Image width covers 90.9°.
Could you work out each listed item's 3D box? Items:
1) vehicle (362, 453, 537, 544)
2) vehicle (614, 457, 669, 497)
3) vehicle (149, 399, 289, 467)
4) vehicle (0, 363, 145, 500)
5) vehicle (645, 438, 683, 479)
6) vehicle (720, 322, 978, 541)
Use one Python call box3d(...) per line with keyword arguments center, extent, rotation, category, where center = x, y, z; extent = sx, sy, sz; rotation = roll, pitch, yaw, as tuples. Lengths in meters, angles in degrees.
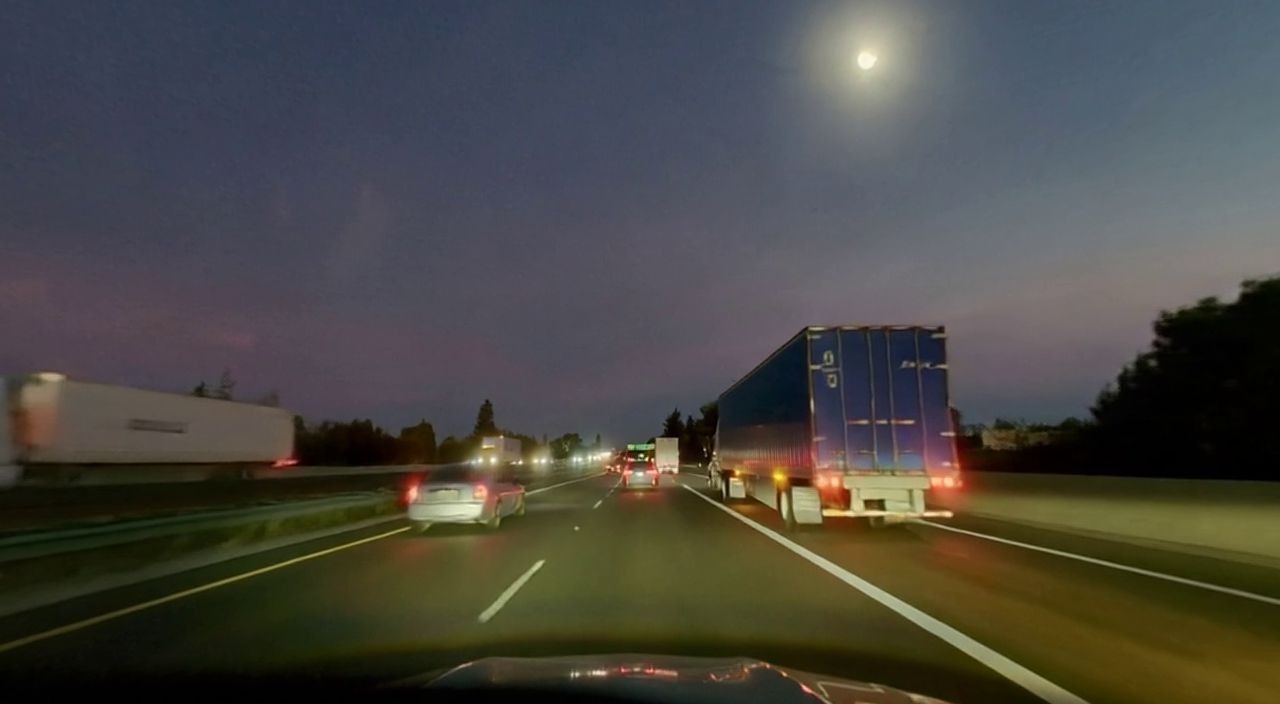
box3d(center=(-3.470, 2.742, 12.451), extent=(2.105, 1.467, 4.099), rotation=(0, -9, 1), category="vehicle")
box3d(center=(0.056, 5.150, 26.292), extent=(2.089, 1.516, 4.191), rotation=(0, -9, 0), category="vehicle")
box3d(center=(-19.791, 3.965, 30.133), extent=(2.227, 2.883, 6.175), rotation=(0, -9, 1), category="vehicle")
box3d(center=(-19.831, 2.435, 18.952), extent=(2.967, 3.881, 8.316), rotation=(0, -9, 0), category="vehicle")
box3d(center=(1.968, 8.286, 48.963), extent=(2.650, 2.978, 6.937), rotation=(-1, -10, 4), category="vehicle")
box3d(center=(4.684, 2.521, 18.565), extent=(2.877, 4.035, 13.897), rotation=(0, -9, 0), category="vehicle")
